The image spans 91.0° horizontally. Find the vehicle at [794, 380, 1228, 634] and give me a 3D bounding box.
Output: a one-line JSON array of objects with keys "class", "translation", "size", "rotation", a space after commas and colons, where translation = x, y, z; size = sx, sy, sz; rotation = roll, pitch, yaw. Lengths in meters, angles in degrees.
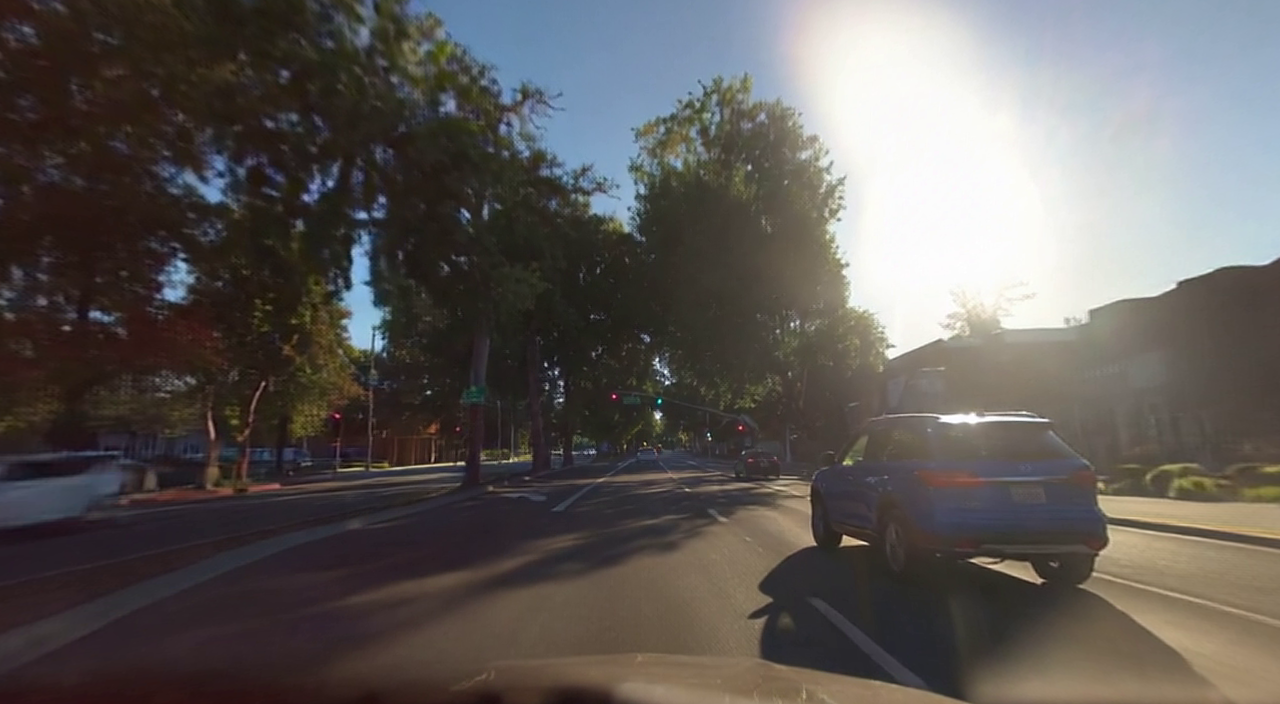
[{"class": "vehicle", "translation": [3.292, 1.470, 6.920], "size": [2.033, 1.865, 4.360], "rotation": [0, -9, -1]}]

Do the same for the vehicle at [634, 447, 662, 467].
[{"class": "vehicle", "translation": [0.646, 8.062, 48.665], "size": [2.131, 1.474, 4.146], "rotation": [0, -8, 2]}]

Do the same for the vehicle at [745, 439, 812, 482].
[{"class": "vehicle", "translation": [6.391, 5.057, 29.698], "size": [2.085, 1.828, 5.383], "rotation": [0, -9, 2]}]

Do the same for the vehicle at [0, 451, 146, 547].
[{"class": "vehicle", "translation": [-11.362, 2.473, 10.728], "size": [1.955, 1.507, 4.750], "rotation": [0, -8, 1]}]
